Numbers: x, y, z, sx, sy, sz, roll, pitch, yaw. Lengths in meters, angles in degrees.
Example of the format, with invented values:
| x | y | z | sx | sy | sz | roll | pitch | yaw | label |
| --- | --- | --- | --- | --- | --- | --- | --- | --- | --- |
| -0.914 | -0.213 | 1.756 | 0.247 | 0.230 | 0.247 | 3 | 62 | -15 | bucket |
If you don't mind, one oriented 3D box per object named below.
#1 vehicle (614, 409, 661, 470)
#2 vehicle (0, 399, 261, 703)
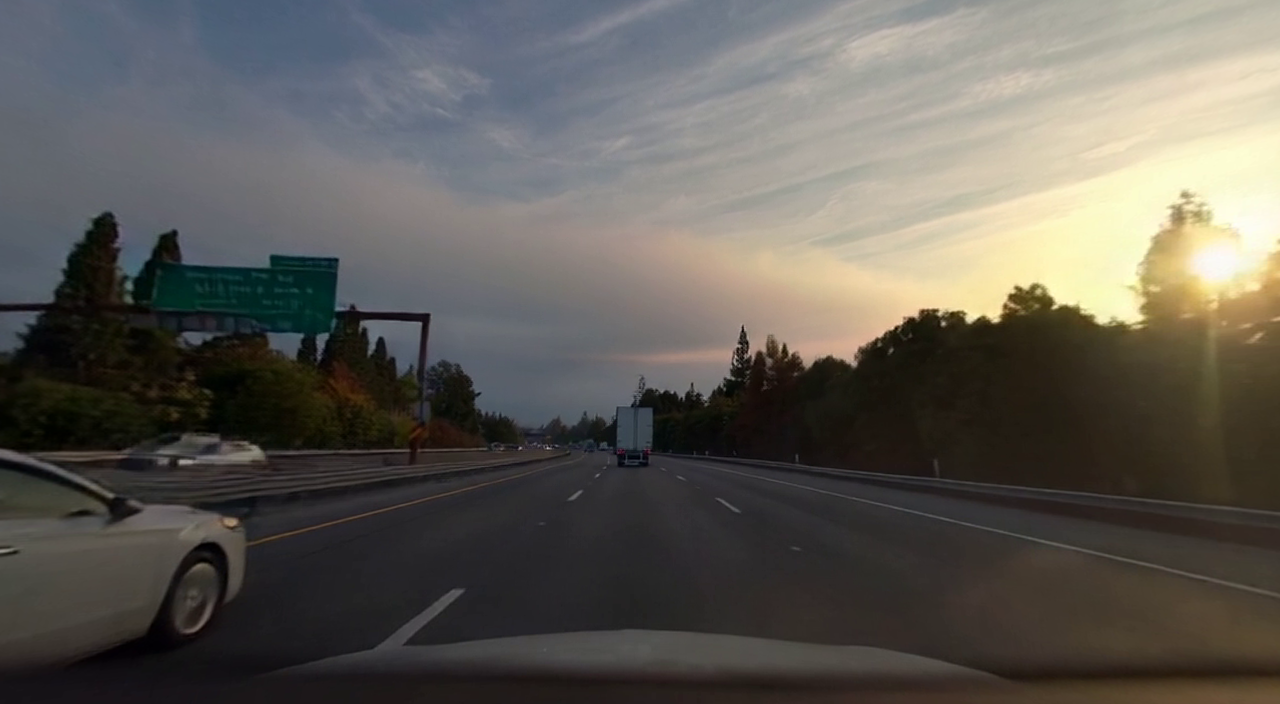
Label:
| x | y | z | sx | sy | sz | roll | pitch | yaw | label |
| --- | --- | --- | --- | --- | --- | --- | --- | --- | --- |
| -0.378 | 6.579 | 46.809 | 2.962 | 3.953 | 10.696 | 0 | -9 | -3 | vehicle |
| -3.828 | 0.866 | 2.152 | 2.080 | 1.488 | 4.781 | 0 | -9 | 0 | vehicle |
